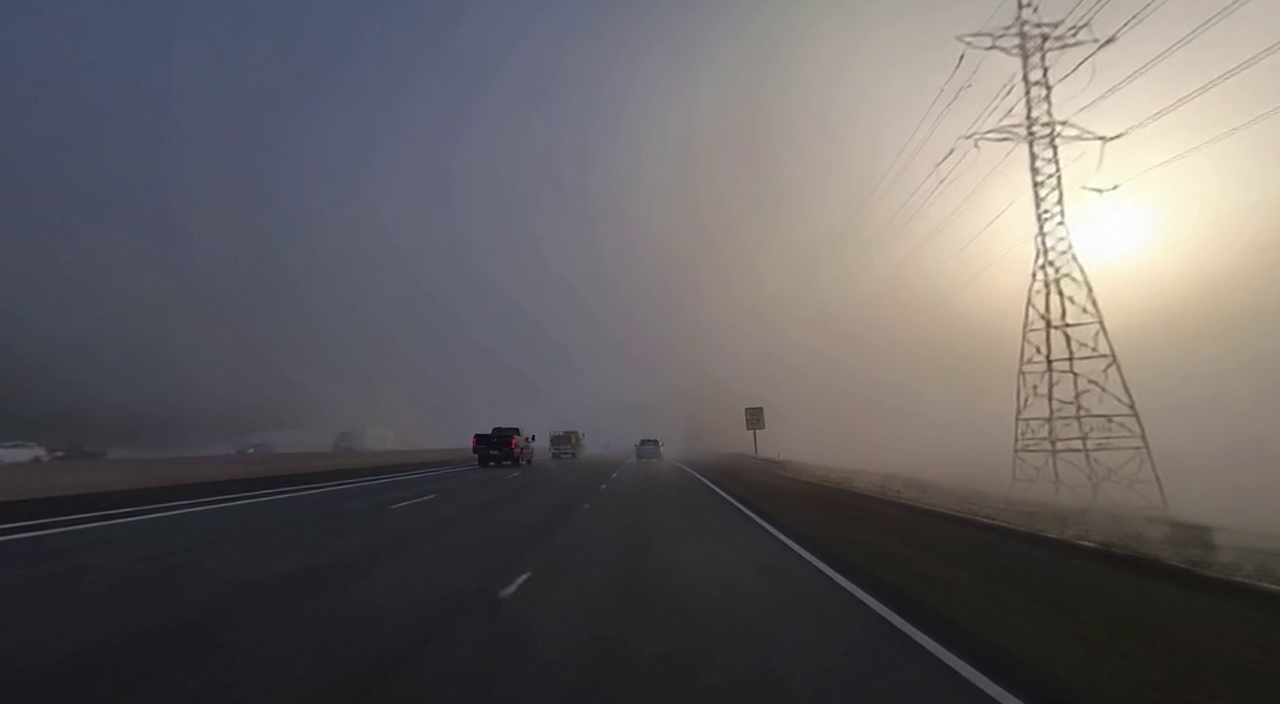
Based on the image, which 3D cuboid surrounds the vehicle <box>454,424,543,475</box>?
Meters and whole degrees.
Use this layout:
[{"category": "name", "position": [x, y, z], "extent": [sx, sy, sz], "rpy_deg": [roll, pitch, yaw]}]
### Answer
[{"category": "vehicle", "position": [-6.156, 4.375, 28.456], "extent": [2.460, 1.992, 6.474], "rpy_deg": [0, -8, 1]}]

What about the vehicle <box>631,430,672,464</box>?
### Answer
[{"category": "vehicle", "position": [0.686, 6.084, 40.450], "extent": [2.448, 2.025, 5.193], "rpy_deg": [0, -8, 0]}]
